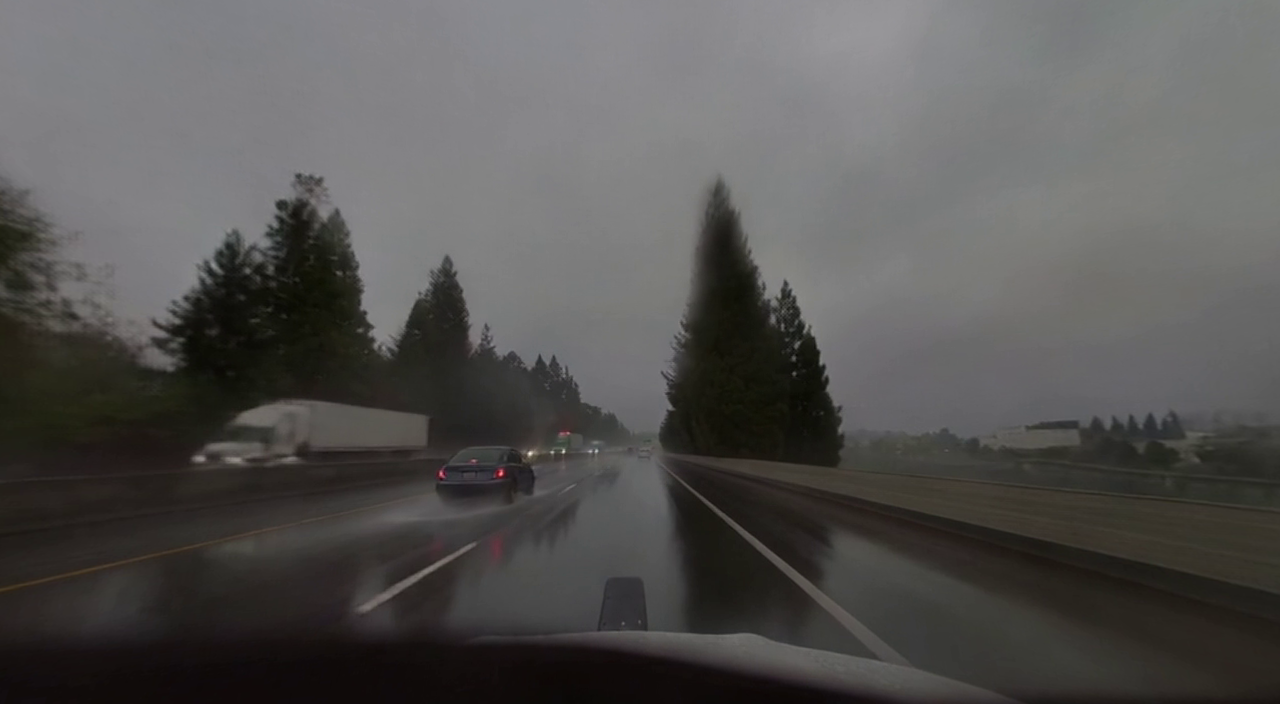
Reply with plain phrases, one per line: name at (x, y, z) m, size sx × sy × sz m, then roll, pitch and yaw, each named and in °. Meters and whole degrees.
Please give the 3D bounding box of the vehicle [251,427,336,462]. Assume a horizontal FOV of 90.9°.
vehicle at (-16.949, 4.592, 31.066) m, size 1.826 × 1.580 × 4.127 m, roll 0°, pitch -9°, yaw 0°

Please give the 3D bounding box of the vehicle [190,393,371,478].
vehicle at (-17.174, 4.265, 31.418) m, size 2.929 × 3.546 × 10.119 m, roll 0°, pitch -9°, yaw 0°

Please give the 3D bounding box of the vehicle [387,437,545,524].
vehicle at (-3.399, 2.624, 13.408) m, size 1.969 × 1.505 × 4.636 m, roll 0°, pitch -9°, yaw 1°
